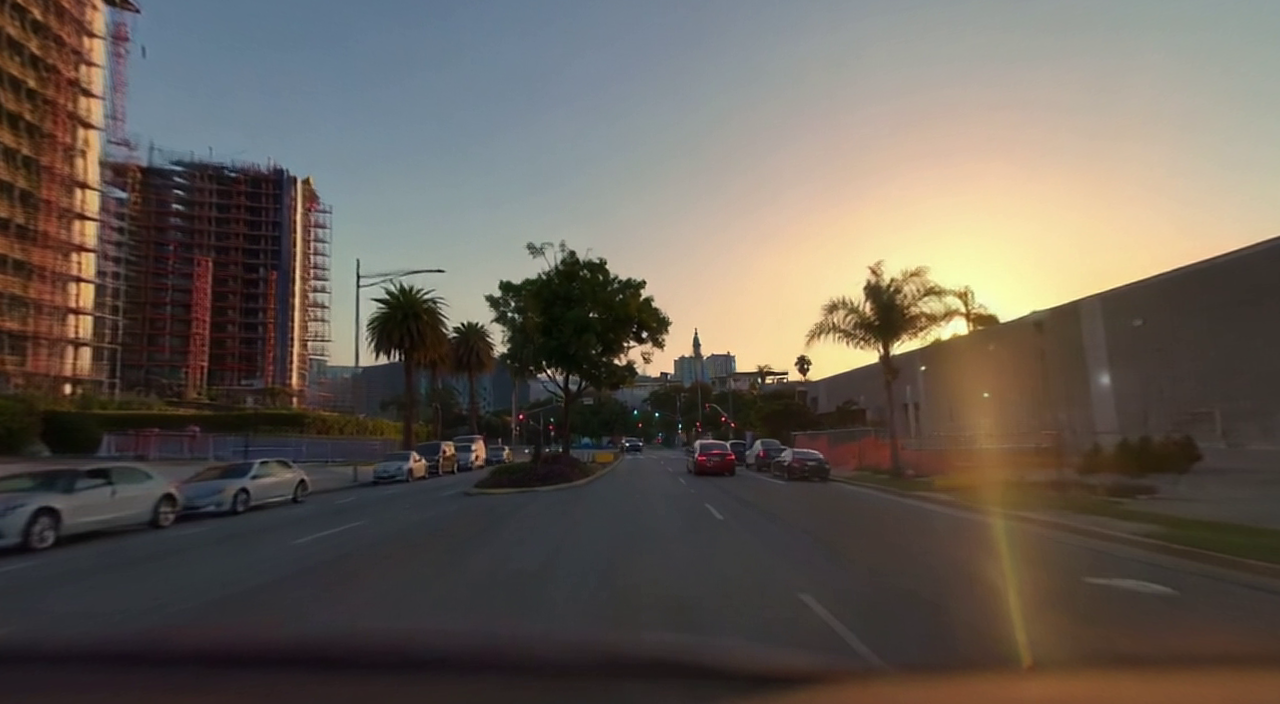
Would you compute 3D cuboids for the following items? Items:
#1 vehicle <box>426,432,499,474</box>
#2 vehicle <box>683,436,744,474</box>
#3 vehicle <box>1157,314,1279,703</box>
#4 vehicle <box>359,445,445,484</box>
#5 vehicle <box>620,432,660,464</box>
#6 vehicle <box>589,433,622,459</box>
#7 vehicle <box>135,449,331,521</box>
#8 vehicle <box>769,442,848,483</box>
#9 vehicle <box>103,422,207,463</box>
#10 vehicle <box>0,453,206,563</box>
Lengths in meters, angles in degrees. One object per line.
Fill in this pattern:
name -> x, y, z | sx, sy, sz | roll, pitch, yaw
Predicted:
vehicle -> -9.996, 5.806, 36.147 | 2.294, 1.948, 6.025 | -6, -10, 0
vehicle -> 3.091, 4.426, 27.234 | 1.999, 1.487, 3.939 | 0, -8, -2
vehicle -> 3.044, 0.462, 0.247 | 1.953, 1.687, 4.344 | 0, -8, 0
vehicle -> -9.942, 4.720, 26.853 | 1.804, 1.478, 4.734 | 0, -8, 0
vehicle -> 0.009, 5.715, 37.704 | 2.264, 1.798, 4.258 | 0, -8, 0
vehicle -> -2.611, 7.270, 48.930 | 2.180, 1.879, 4.452 | 0, -8, 1
vehicle -> -9.669, 3.136, 15.575 | 1.821, 1.448, 4.591 | 0, -8, -1
vehicle -> 6.460, 4.259, 24.752 | 1.819, 1.435, 4.337 | 0, -8, -1
vehicle -> -20.093, 3.775, 26.181 | 3.575, 1.571, 1.912 | -5, -9, 26
vehicle -> -9.723, 2.457, 10.602 | 1.826, 1.445, 4.325 | 0, -8, 0
